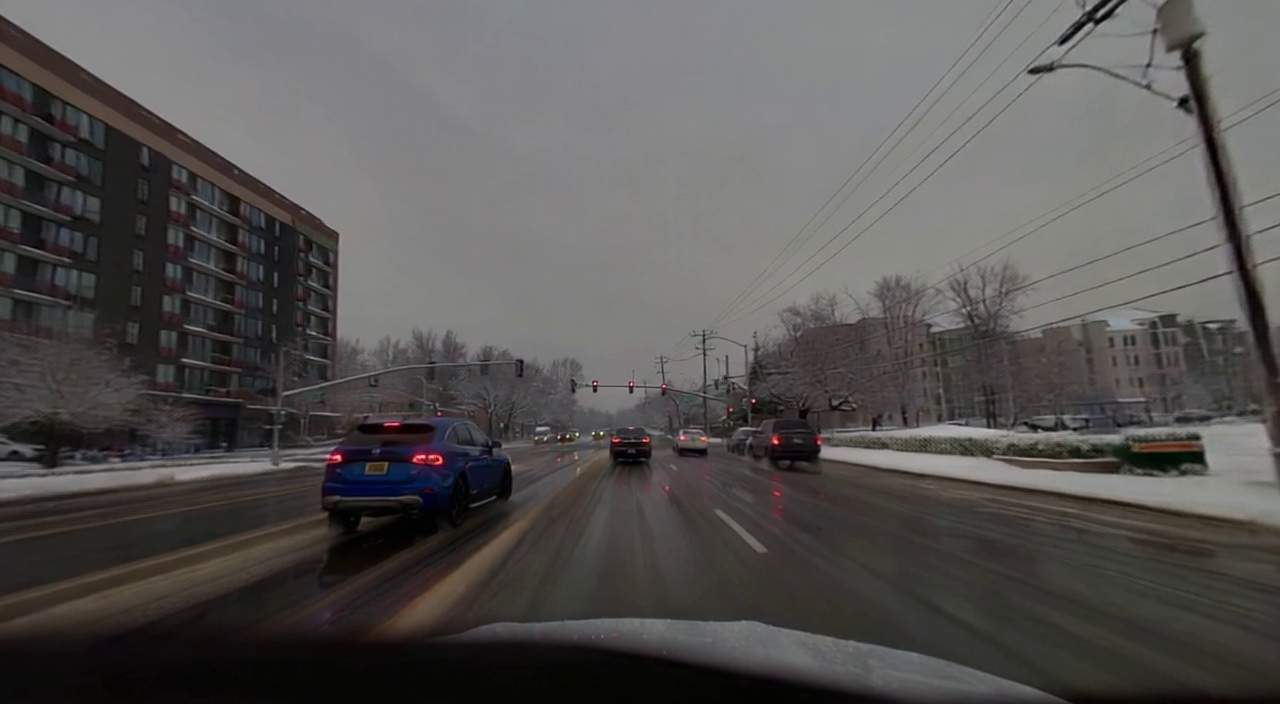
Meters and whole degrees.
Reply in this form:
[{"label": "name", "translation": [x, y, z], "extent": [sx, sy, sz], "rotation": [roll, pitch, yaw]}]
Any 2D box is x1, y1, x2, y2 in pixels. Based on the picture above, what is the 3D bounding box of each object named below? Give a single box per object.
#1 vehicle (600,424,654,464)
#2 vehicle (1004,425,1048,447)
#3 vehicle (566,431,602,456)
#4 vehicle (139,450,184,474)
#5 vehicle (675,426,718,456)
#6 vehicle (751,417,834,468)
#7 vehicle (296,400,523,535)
[{"label": "vehicle", "translation": [-0.589, 4.252, 29.164], "extent": [2.302, 1.681, 4.217], "rotation": [0, -8, -1]}, {"label": "vehicle", "translation": [27.946, 6.158, 45.830], "extent": [2.020, 1.501, 4.732], "rotation": [-4, -9, 24]}, {"label": "vehicle", "translation": [-3.546, 5.891, 40.751], "extent": [1.973, 1.504, 3.895], "rotation": [0, -8, 0]}, {"label": "vehicle", "translation": [-32.566, 7.441, 43.059], "extent": [1.879, 1.448, 4.729], "rotation": [5, -10, -31]}, {"label": "vehicle", "translation": [3.169, 5.123, 36.111], "extent": [1.975, 1.598, 4.025], "rotation": [0, -8, -1]}, {"label": "vehicle", "translation": [6.379, 3.903, 27.140], "extent": [2.130, 1.979, 5.310], "rotation": [0, -8, -1]}, {"label": "vehicle", "translation": [-3.462, 1.849, 10.624], "extent": [2.136, 1.779, 4.417], "rotation": [0, -8, 0]}]
